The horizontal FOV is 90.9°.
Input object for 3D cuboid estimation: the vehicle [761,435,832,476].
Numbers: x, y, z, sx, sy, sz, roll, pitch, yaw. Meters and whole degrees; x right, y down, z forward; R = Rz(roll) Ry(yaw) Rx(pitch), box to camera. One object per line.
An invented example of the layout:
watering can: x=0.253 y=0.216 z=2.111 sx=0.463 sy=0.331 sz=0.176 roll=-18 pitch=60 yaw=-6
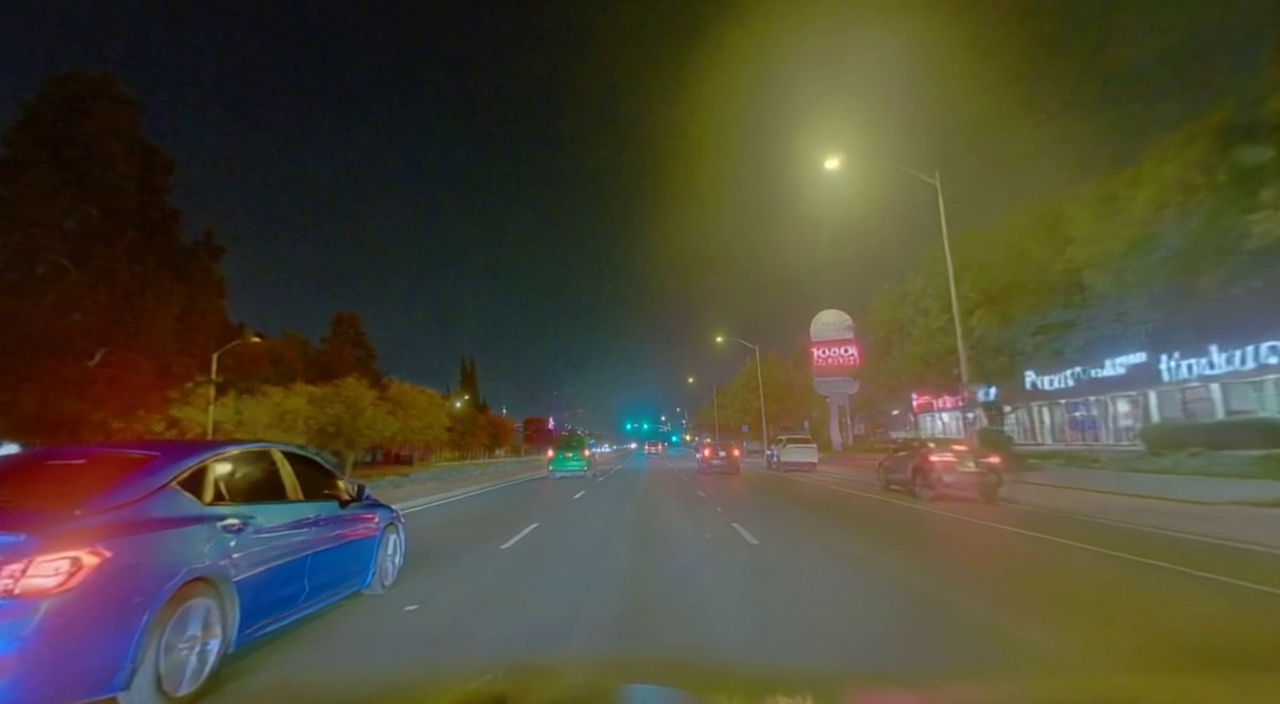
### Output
vehicle: x=7.545 y=5.031 z=30.896 sx=2.198 sy=1.788 sz=4.941 roll=1 pitch=-8 yaw=0

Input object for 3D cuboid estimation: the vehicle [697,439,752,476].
vehicle: x=3.728 y=4.719 z=28.482 sx=1.904 sy=1.490 sz=4.299 roll=0 pitch=-8 yaw=0

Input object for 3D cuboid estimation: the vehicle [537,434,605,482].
vehicle: x=-2.708 y=4.309 z=25.917 sx=2.193 sy=1.788 sz=4.603 roll=0 pitch=-8 yaw=1

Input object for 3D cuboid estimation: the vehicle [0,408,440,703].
vehicle: x=-3.234 y=1.275 z=4.505 sx=1.956 sy=1.460 sz=4.802 roll=0 pitch=-8 yaw=1

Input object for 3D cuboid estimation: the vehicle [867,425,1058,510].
vehicle: x=7.362 y=2.678 z=15.100 sx=2.089 sy=1.678 sz=4.725 roll=0 pitch=-8 yaw=1
